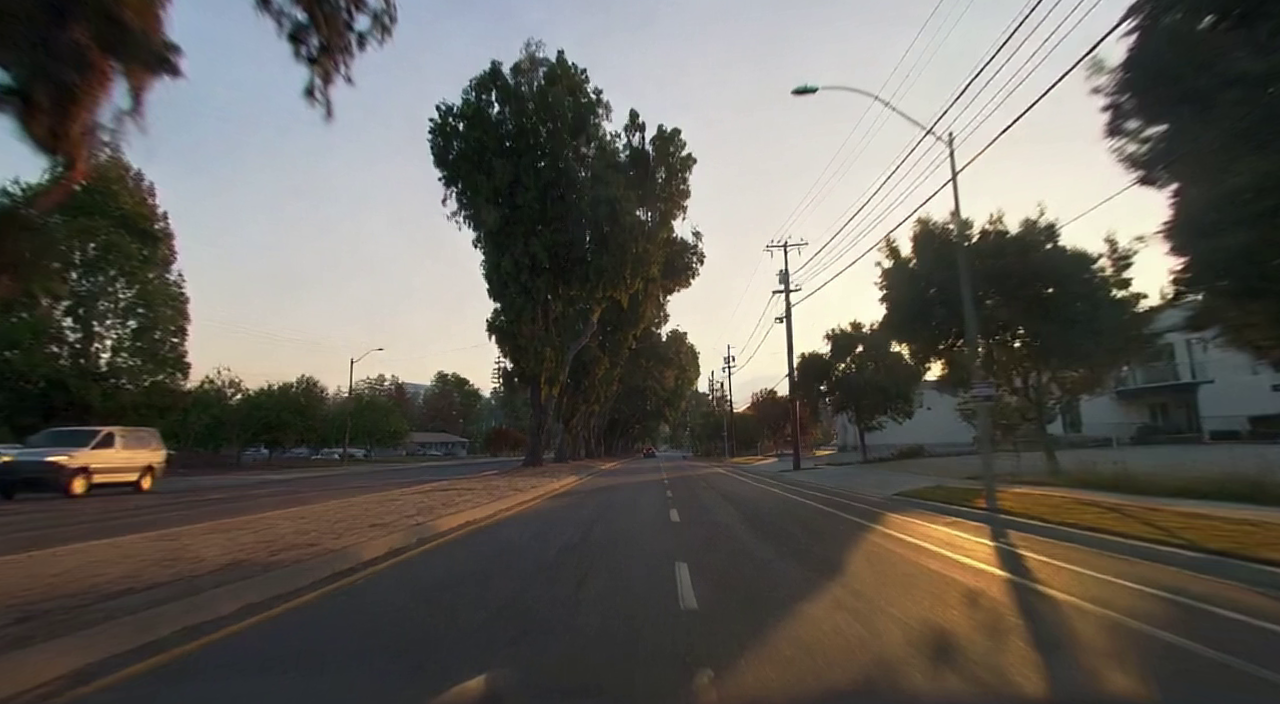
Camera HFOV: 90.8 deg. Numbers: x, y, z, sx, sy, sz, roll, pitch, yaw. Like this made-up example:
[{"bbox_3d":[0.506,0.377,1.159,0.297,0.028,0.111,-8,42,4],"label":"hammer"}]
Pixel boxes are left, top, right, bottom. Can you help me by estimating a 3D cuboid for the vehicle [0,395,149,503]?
[{"bbox_3d":[-17.860,3.008,19.696,2.622,2.983,3.006,-3,-8,-2],"label":"vehicle"}]
